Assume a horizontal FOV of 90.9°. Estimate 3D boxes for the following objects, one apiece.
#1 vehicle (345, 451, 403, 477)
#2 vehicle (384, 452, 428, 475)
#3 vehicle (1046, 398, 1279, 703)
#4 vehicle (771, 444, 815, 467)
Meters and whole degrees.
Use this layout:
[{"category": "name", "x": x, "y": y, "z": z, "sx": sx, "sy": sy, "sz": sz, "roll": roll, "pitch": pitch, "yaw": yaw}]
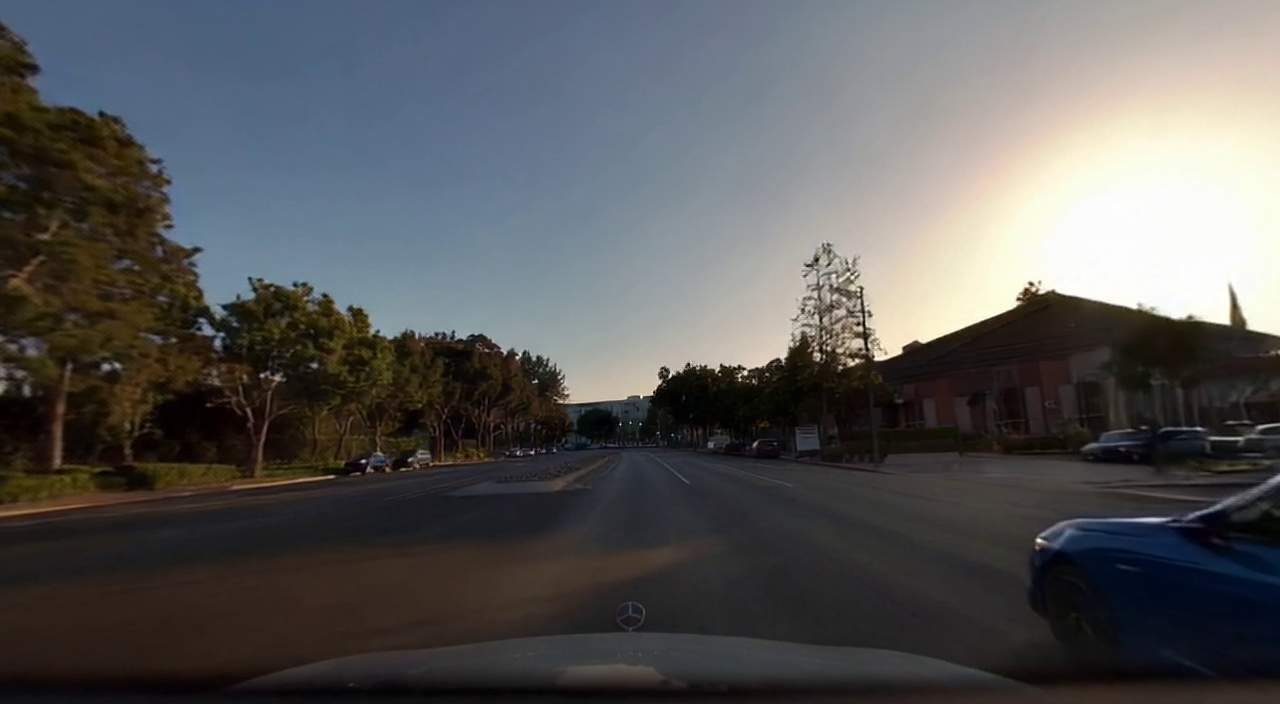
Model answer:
[{"category": "vehicle", "x": -18.347, "y": 7.716, "z": 43.682, "sx": 1.993, "sy": 1.686, "sz": 4.698, "roll": 0, "pitch": -8, "yaw": -1}, {"category": "vehicle", "x": -18.193, "y": 8.696, "z": 49.168, "sx": 1.828, "sy": 1.457, "sz": 4.292, "roll": -3, "pitch": -7, "yaw": 0}, {"category": "vehicle", "x": 3.197, "y": 0.715, "z": 0.988, "sx": 2.141, "sy": 1.443, "sz": 4.499, "roll": 0, "pitch": -8, "yaw": 0}, {"category": "vehicle", "x": 10.157, "y": 6.902, "z": 42.158, "sx": 1.889, "sy": 1.472, "sz": 4.304, "roll": 0, "pitch": -8, "yaw": 0}]
